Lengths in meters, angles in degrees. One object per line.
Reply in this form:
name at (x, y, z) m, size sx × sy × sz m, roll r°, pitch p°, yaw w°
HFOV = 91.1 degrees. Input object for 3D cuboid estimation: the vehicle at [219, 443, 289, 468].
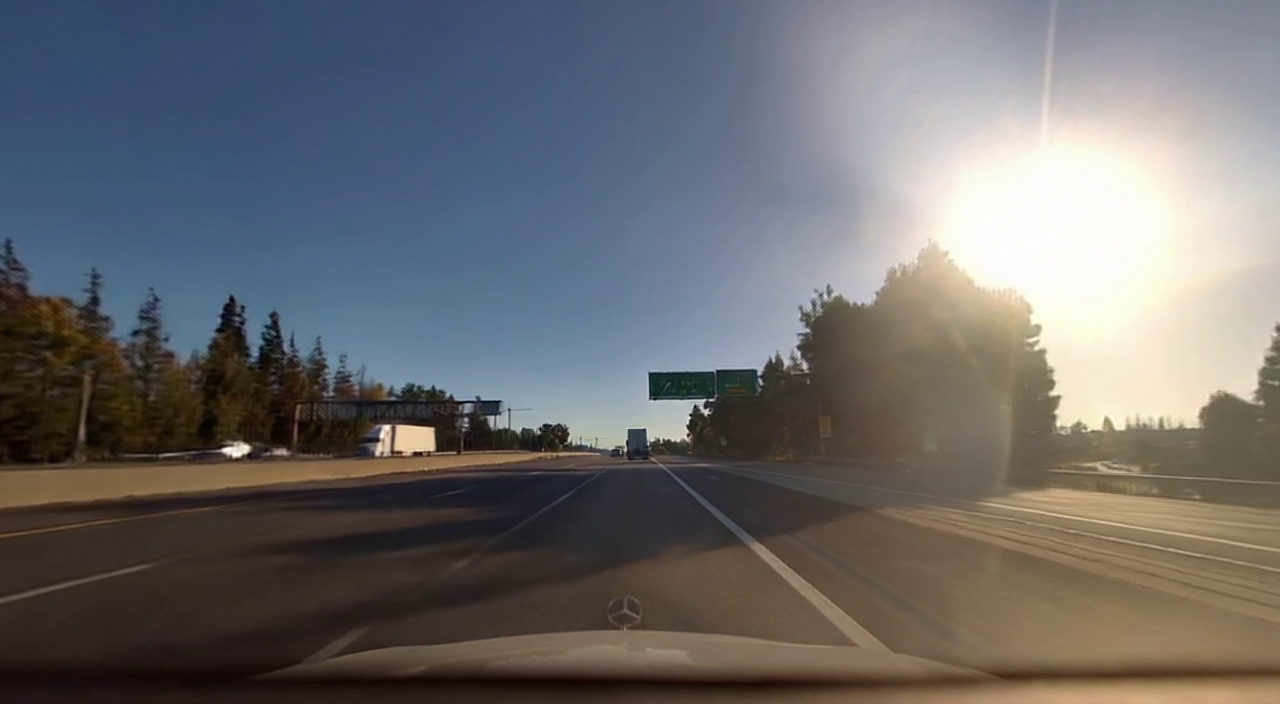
vehicle at (-28.000, 7.537, 45.753) m, size 2.026 × 1.717 × 4.760 m, roll 0°, pitch -9°, yaw 0°
